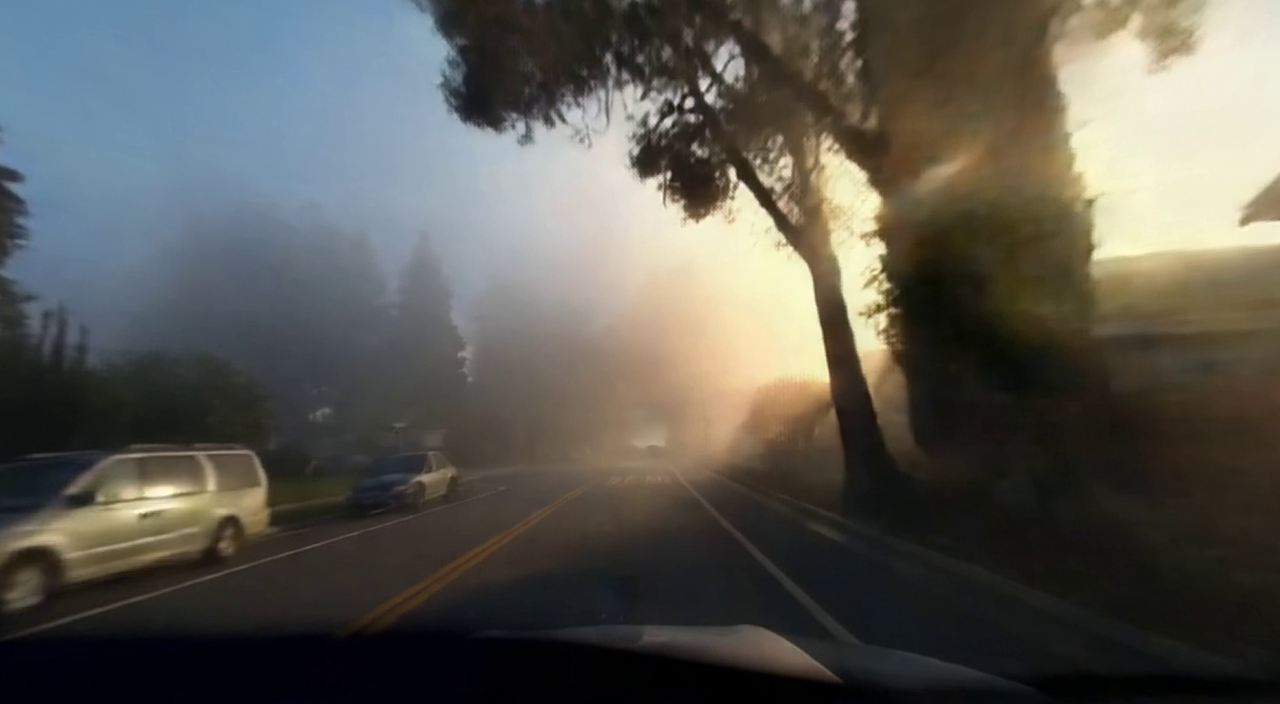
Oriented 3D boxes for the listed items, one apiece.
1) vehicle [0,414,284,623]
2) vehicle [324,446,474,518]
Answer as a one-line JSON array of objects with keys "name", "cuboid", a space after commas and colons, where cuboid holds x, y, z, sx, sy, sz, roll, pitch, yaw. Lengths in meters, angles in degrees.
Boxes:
[{"name": "vehicle", "cuboid": [-6.890, 1.903, 7.628, 2.012, 1.902, 5.437, -4, -10, 1]}, {"name": "vehicle", "cuboid": [-6.702, 3.638, 18.431, 1.984, 1.732, 5.628, -1, -9, 2]}]
